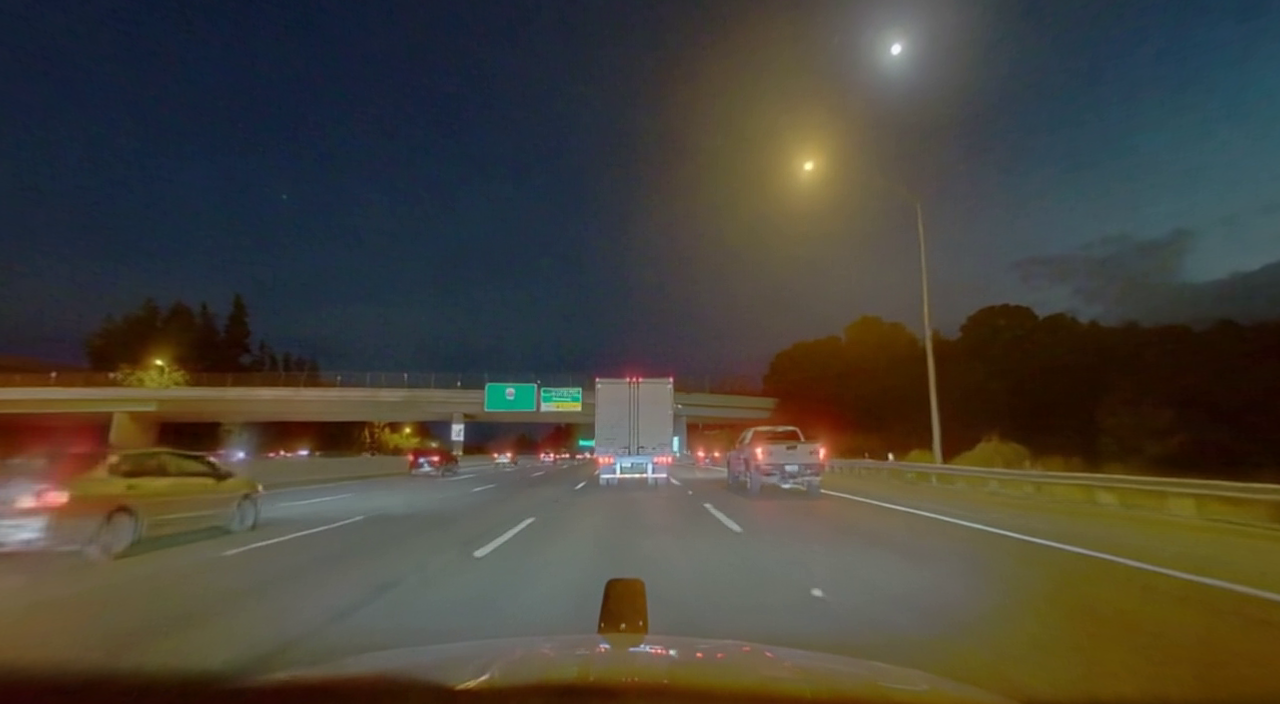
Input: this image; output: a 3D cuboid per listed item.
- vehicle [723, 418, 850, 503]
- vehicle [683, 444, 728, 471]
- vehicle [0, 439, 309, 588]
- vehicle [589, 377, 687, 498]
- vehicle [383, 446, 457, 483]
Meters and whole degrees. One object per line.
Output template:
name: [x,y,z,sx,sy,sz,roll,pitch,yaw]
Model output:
vehicle: [3.781,2.942,17.389,2.174,1.968,5.016,0,-9,-1]
vehicle: [4.017,6.564,39.398,2.108,1.508,4.744,0,-9,-2]
vehicle: [-6.996,2.046,8.949,2.057,1.506,4.829,0,-9,-1]
vehicle: [-0.206,3.383,24.338,2.916,3.584,10.841,0,-9,-1]
vehicle: [-11.287,5.782,32.826,2.119,1.747,5.121,0,-9,-1]
